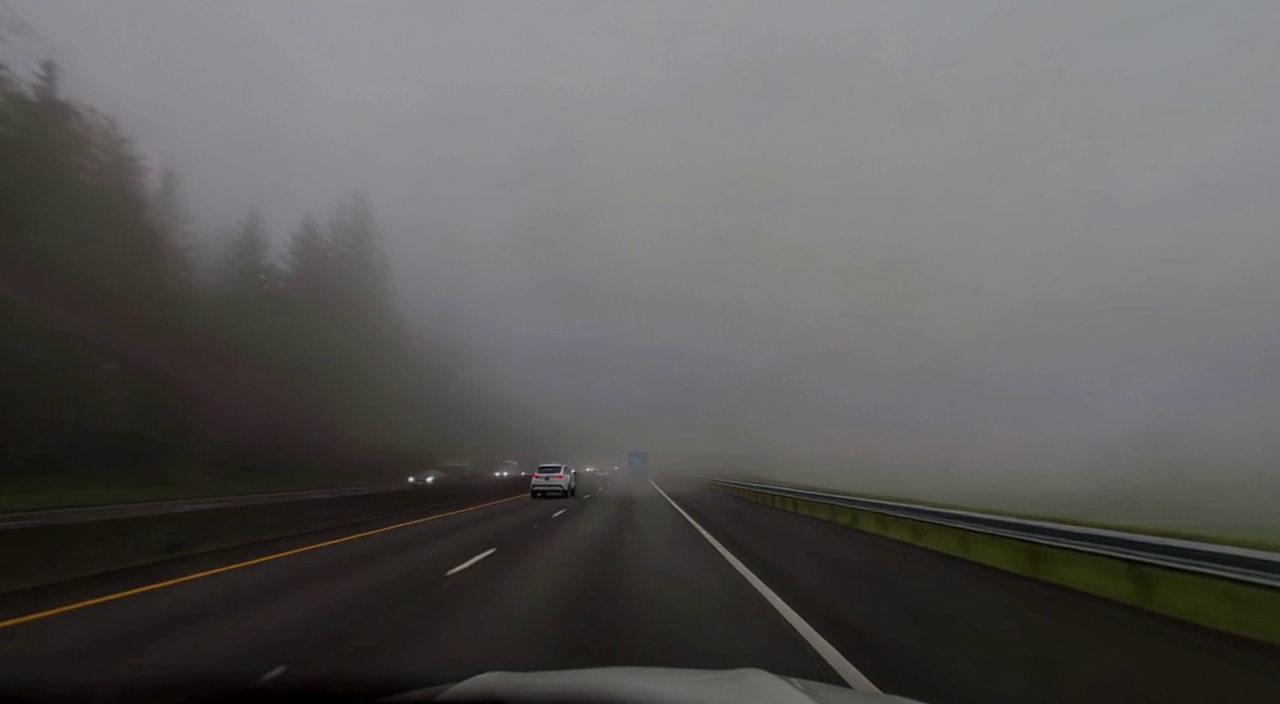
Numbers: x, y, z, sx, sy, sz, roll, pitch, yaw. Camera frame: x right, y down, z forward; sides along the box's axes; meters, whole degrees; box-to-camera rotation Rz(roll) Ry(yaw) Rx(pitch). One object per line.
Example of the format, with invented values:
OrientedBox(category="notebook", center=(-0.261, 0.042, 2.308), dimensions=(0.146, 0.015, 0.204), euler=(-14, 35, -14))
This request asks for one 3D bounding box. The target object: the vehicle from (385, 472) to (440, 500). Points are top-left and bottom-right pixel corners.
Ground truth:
OrientedBox(category="vehicle", center=(-12.627, 7.457, 35.153), dimensions=(1.687, 1.411, 3.627), euler=(1, -11, 1))

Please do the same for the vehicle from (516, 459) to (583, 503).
OrientedBox(category="vehicle", center=(-3.763, 5.509, 27.076), dimensions=(2.124, 1.705, 4.440), euler=(1, -11, 1))
